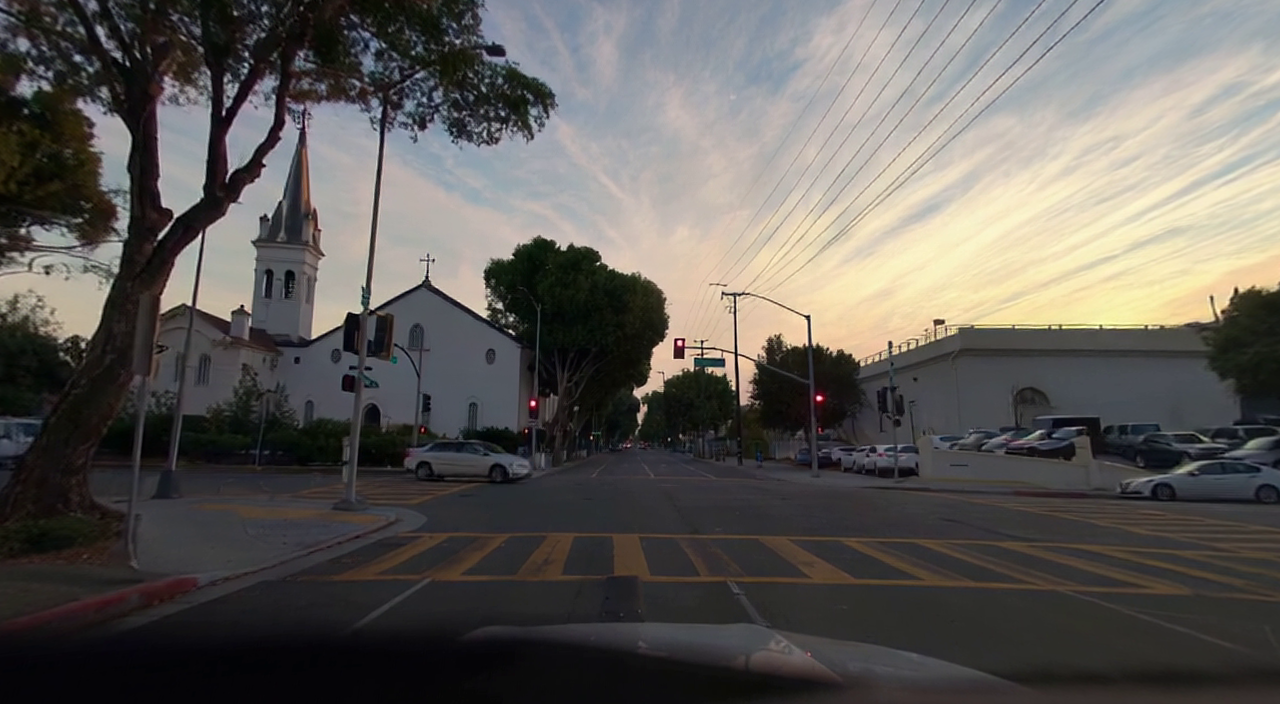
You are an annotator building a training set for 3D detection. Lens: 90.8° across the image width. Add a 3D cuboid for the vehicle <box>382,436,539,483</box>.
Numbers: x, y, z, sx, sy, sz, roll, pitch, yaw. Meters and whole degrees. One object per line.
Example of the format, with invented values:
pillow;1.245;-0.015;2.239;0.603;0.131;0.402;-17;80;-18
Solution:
vehicle;-6.034;3.671;21.685;4.718;1.497;2.032;-1;-9;4
